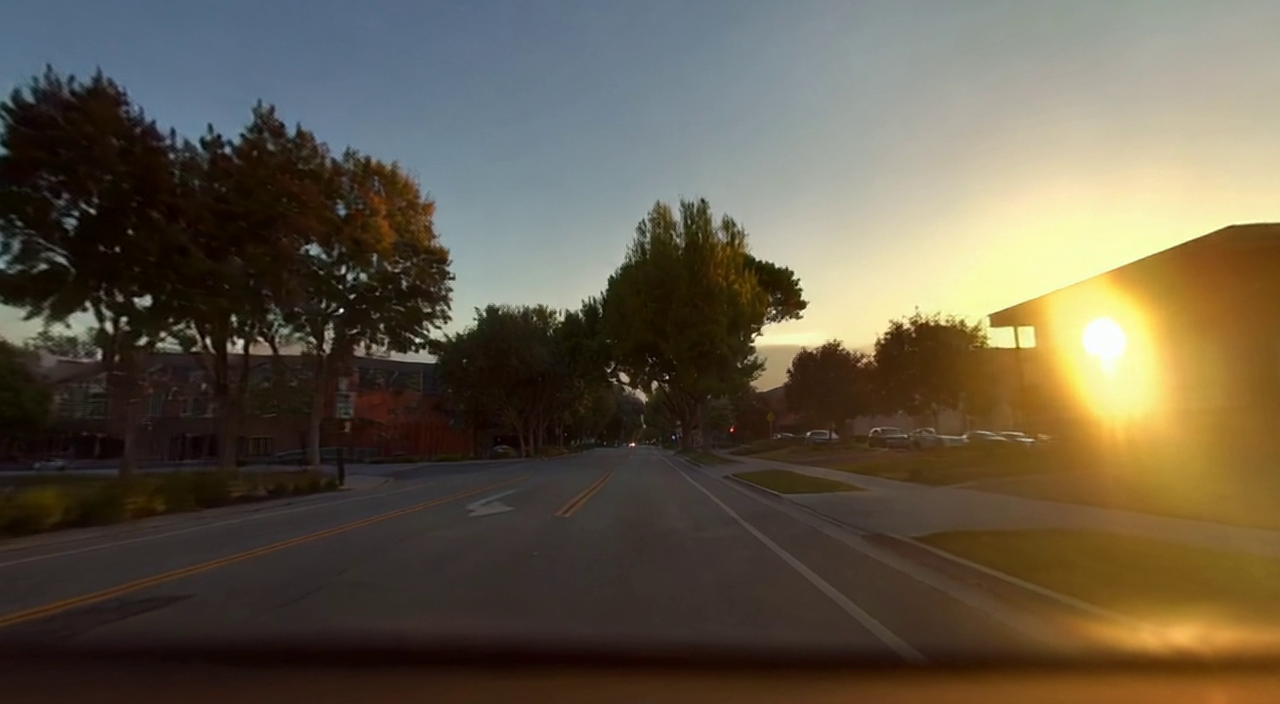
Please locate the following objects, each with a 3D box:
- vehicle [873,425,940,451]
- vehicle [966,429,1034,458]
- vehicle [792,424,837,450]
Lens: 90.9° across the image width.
[{"bbox_3d":[15.367,5.028,36.608,1.866,1.420,4.447,0,-8,0],"label":"vehicle"},{"bbox_3d":[20.750,5.302,36.528,1.766,1.560,3.695,0,-8,0],"label":"vehicle"},{"bbox_3d":[11.949,5.915,43.559,2.036,1.636,4.995,0,-8,5],"label":"vehicle"}]
